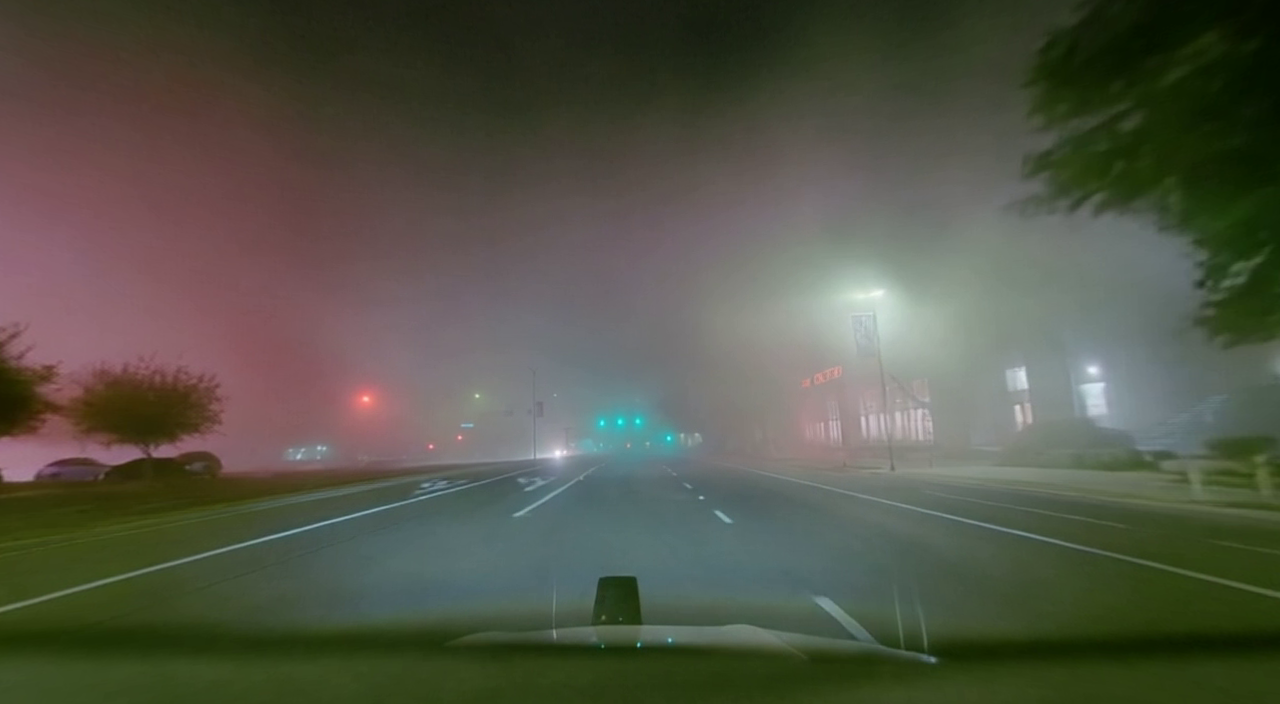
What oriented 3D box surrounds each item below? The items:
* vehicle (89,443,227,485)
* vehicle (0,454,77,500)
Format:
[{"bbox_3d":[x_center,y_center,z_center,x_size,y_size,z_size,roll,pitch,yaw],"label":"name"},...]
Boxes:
[{"bbox_3d":[-29.657,6.965,39.080,6.271,2.087,2.748,-3,-12,1],"label":"vehicle"},{"bbox_3d":[-31.583,6.183,31.601,2.489,2.000,5.729,1,-8,-12],"label":"vehicle"}]
